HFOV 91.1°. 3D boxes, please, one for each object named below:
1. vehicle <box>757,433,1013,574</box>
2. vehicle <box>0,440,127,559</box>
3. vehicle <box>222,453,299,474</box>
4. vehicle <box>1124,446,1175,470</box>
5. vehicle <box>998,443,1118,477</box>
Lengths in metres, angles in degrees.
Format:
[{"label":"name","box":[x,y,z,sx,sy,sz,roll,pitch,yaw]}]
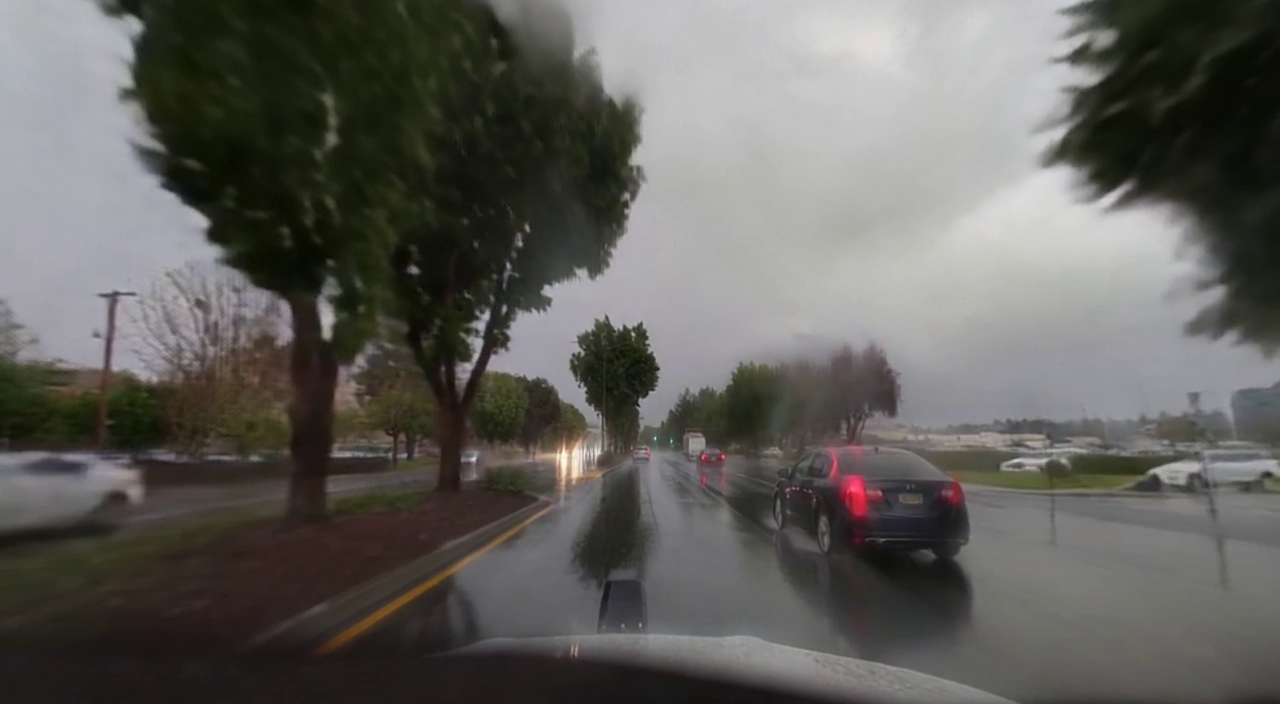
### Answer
[{"label":"vehicle","box":[3.074,1.983,9.075,1.935,1.501,4.384,0,-9,0]},{"label":"vehicle","box":[-9.148,1.890,8.048,1.853,1.504,3.791,0,-9,1]},{"label":"vehicle","box":[-29.230,8.583,48.432,4.707,1.474,1.964,0,-9,1]},{"label":"vehicle","box":[37.834,7.841,46.563,4.644,1.682,1.999,8,-11,-40]},{"label":"vehicle","box":[19.967,5.166,30.142,4.255,1.537,2.037,0,-9,0]}]
